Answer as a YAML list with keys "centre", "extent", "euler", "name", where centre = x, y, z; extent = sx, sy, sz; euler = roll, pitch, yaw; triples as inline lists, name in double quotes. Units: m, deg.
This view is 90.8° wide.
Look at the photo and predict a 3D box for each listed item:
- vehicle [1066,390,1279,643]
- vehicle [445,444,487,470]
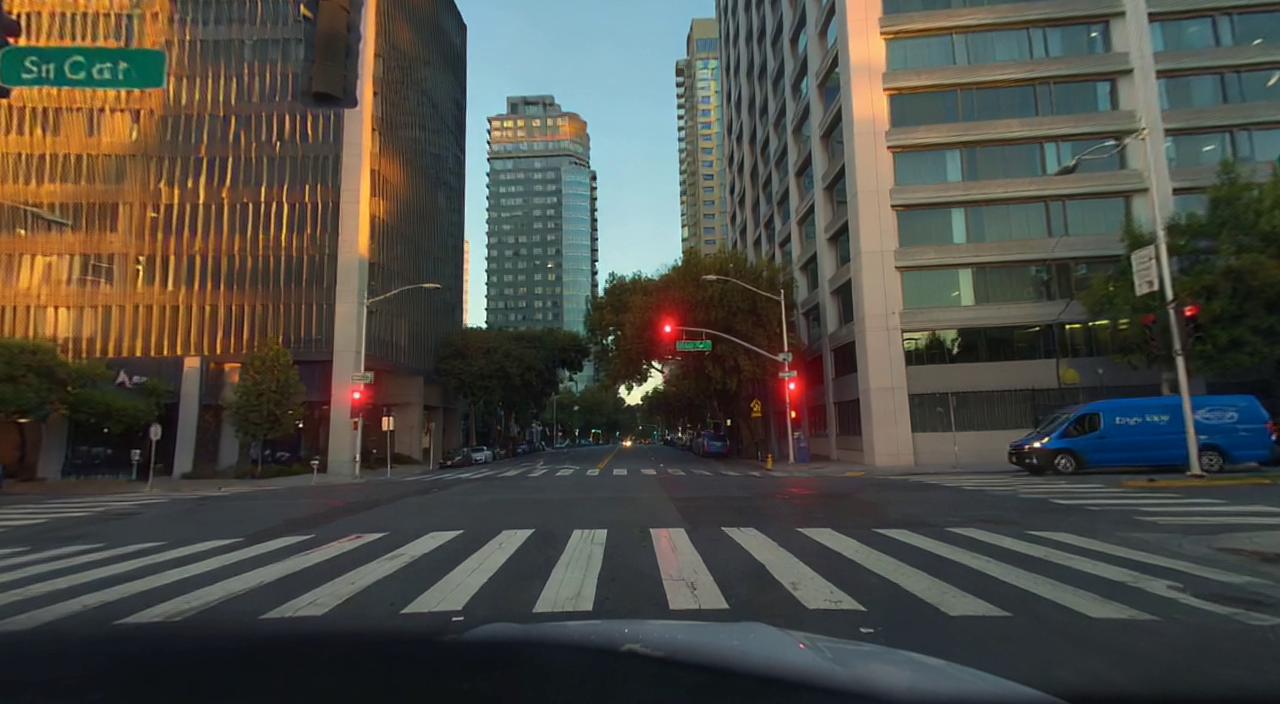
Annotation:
- centre: [5.651, 1.137, 4.241]
  extent: [2.070, 1.804, 4.881]
  euler: [0, -8, -1]
  name: "vehicle"
- centre: [-12.451, 7.506, 45.381]
  extent: [1.935, 1.639, 4.244]
  euler: [-3, -8, -2]
  name: "vehicle"
